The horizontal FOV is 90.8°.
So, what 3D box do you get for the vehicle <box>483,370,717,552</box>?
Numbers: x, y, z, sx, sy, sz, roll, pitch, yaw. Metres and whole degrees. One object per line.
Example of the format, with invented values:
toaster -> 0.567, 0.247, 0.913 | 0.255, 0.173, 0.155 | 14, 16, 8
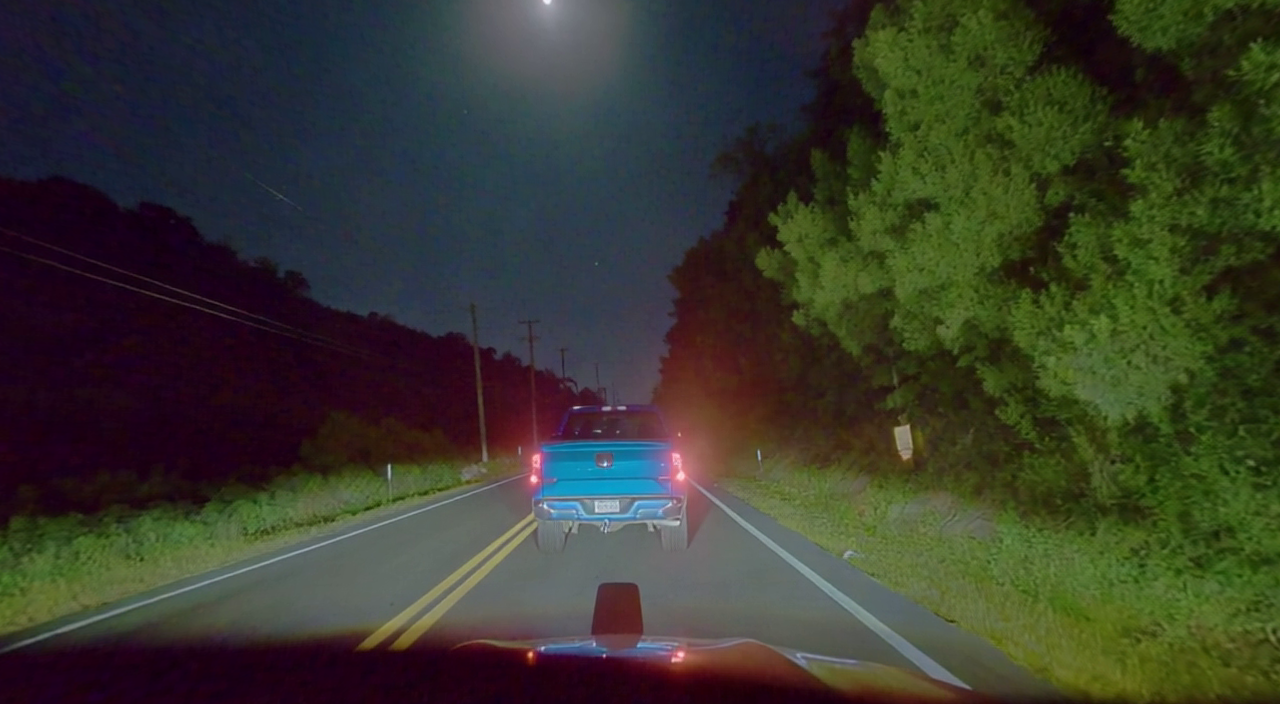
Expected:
vehicle -> -0.528, 1.762, 10.747 | 2.837, 2.223, 5.885 | 0, -8, -1
